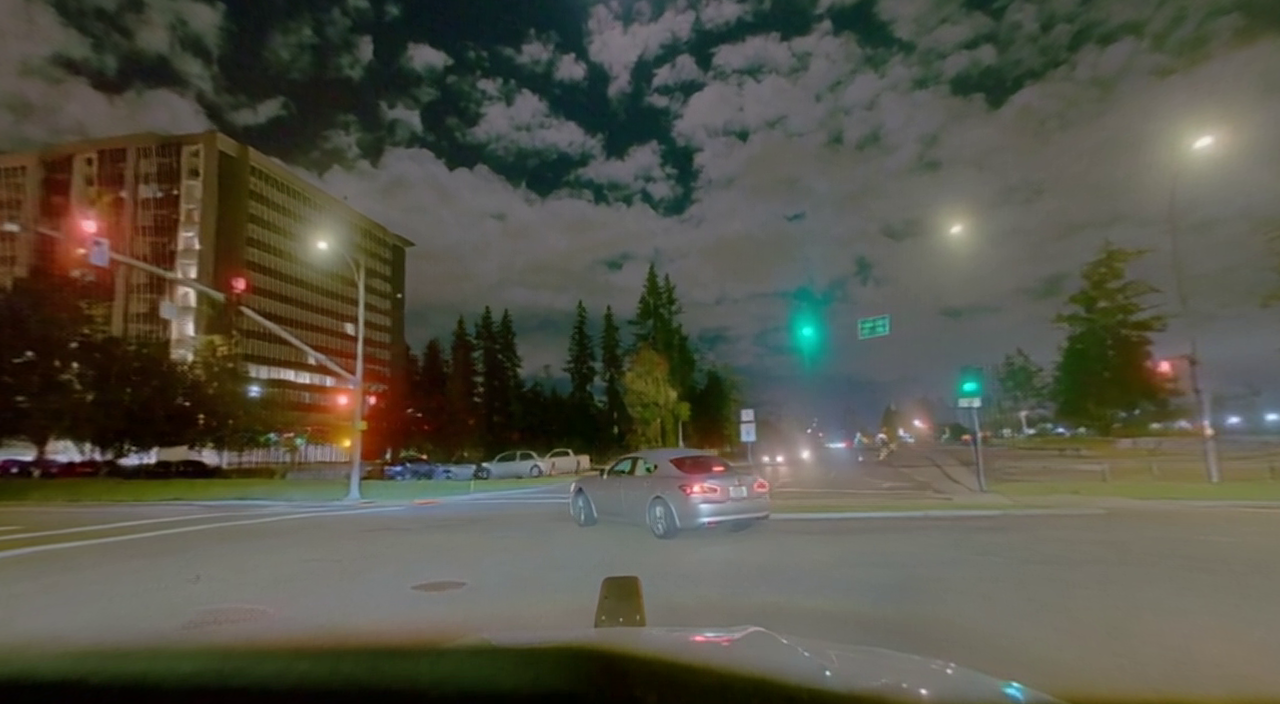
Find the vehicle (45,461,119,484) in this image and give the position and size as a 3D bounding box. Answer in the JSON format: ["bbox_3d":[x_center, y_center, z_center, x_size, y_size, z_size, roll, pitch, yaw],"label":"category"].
[{"bbox_3d":[-37.577,8.085,42.600,1.627,1.392,3.330,-1,-9,10],"label":"vehicle"}]

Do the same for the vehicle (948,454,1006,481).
[{"bbox_3d":[18.049,6.157,34.000,1.692,1.343,3.352,-1,-9,9],"label":"vehicle"}]

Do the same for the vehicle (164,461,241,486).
[{"bbox_3d":[-27.895,7.754,40.436,1.709,1.410,3.945,-1,-9,10],"label":"vehicle"}]

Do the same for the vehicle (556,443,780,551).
[{"bbox_3d":[0.268,2.425,11.360,1.903,1.529,4.254,6,-10,-32],"label":"vehicle"}]

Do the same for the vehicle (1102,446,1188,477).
[{"bbox_3d":[25.944,5.606,32.615,1.970,1.449,3.604,-2,-9,12],"label":"vehicle"}]

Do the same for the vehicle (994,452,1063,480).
[{"bbox_3d":[20.663,6.066,33.745,2.006,1.371,3.426,-2,-9,12],"label":"vehicle"}]

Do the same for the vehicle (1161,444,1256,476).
[{"bbox_3d":[28.882,5.489,32.257,1.997,1.495,3.504,-2,-9,12],"label":"vehicle"}]

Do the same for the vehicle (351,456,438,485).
[{"bbox_3d":[-13.930,6.715,35.897,4.207,1.508,1.875,-2,-9,13],"label":"vehicle"}]

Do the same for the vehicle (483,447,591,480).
[{"bbox_3d":[-6.183,6.678,38.154,6.021,1.868,2.172,-2,-9,11],"label":"vehicle"}]

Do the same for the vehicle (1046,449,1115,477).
[{"bbox_3d":[23.213,5.835,33.436,1.704,1.365,3.315,-2,-9,11],"label":"vehicle"}]

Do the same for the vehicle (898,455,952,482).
[{"bbox_3d":[15.636,6.387,34.891,1.889,1.358,3.751,-2,-9,12],"label":"vehicle"}]

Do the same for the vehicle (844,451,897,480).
[{"bbox_3d":[12.715,6.256,35.059,1.983,1.453,4.180,-1,-9,10],"label":"vehicle"}]
